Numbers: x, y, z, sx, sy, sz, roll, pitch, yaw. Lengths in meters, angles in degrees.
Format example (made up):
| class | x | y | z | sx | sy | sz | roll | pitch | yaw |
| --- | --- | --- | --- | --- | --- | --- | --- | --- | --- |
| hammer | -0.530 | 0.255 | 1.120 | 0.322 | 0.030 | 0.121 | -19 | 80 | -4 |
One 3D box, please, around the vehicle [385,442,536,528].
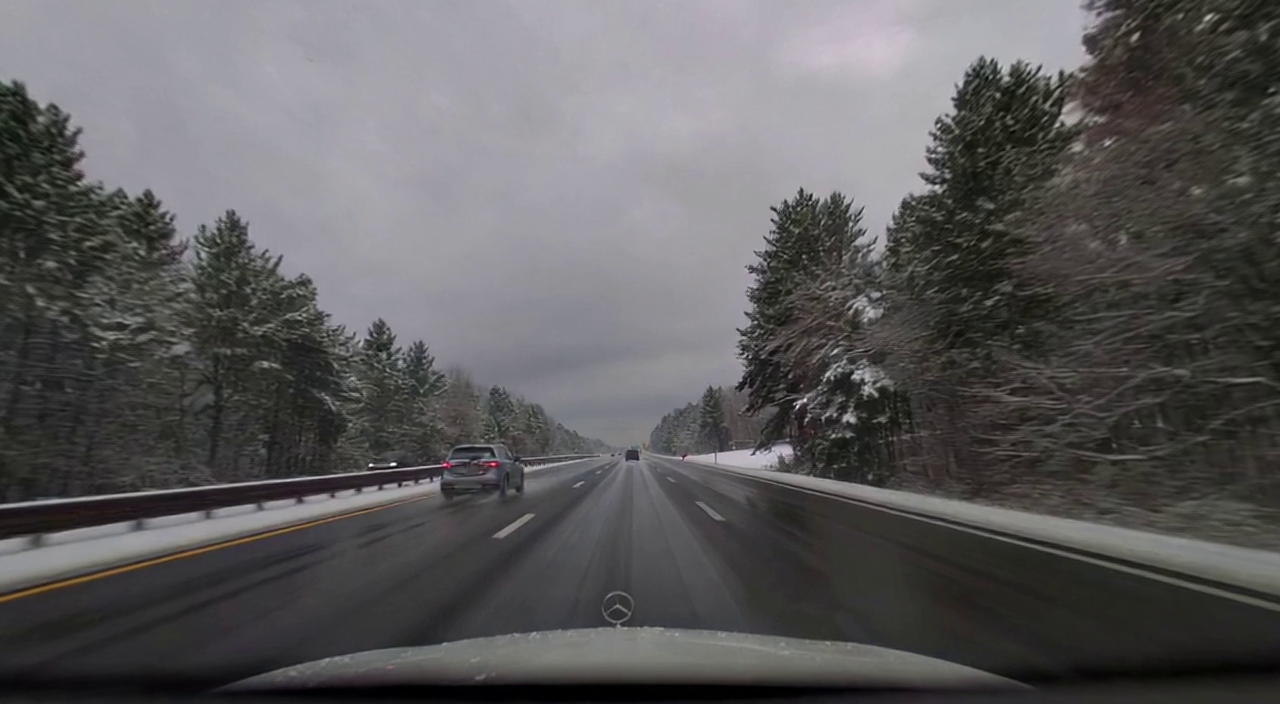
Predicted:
| class | x | y | z | sx | sy | sz | roll | pitch | yaw |
| --- | --- | --- | --- | --- | --- | --- | --- | --- | --- |
| vehicle | -3.497 | 2.649 | 13.127 | 1.970 | 1.492 | 3.944 | 0 | -9 | 0 |
